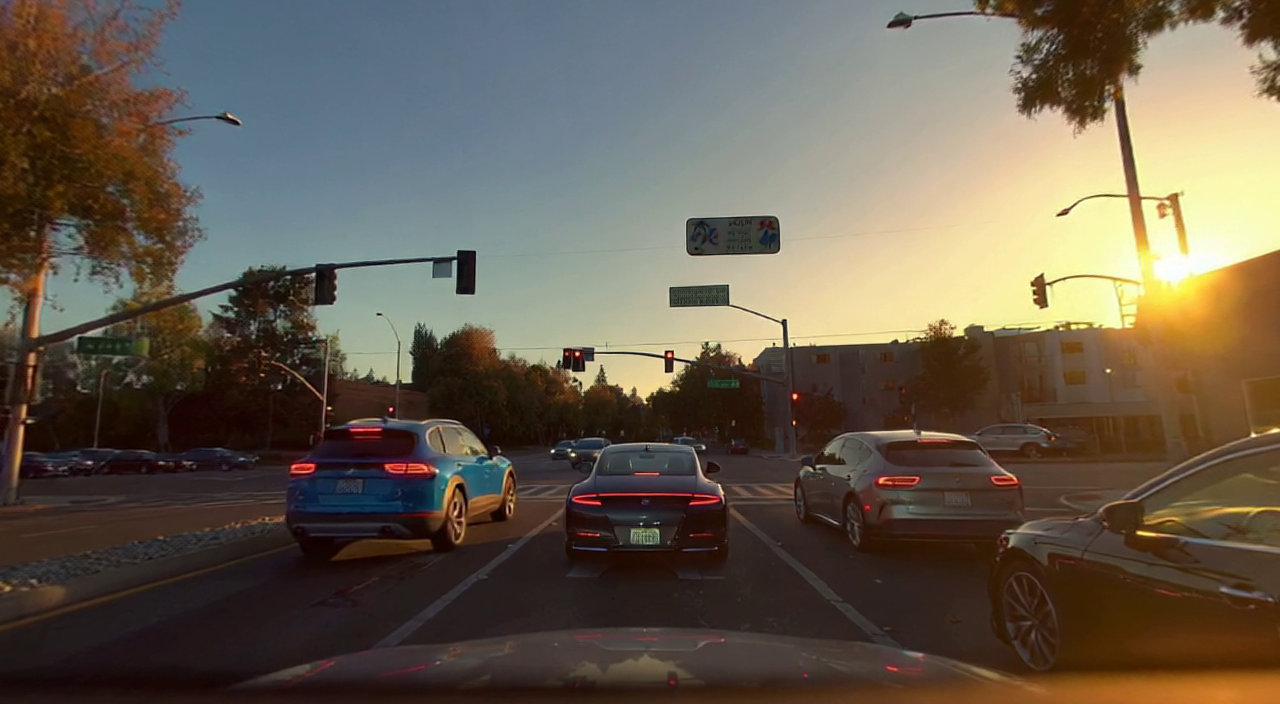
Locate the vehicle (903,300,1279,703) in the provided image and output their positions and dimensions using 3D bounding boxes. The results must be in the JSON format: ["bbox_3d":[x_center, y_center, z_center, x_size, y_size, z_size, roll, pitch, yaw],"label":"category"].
[{"bbox_3d":[3.104,0.801,2.540,2.143,1.759,4.531,0,-8,0],"label":"vehicle"}]

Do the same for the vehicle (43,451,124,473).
[{"bbox_3d":[-41.290,8.159,46.803,4.195,1.533,1.752,0,-8,-3],"label":"vehicle"}]

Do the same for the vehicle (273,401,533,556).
[{"bbox_3d":[-3.170,1.830,9.800,2.061,1.781,4.842,0,-8,1],"label":"vehicle"}]

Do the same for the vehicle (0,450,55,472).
[{"bbox_3d":[-46.156,7.968,46.175,4.545,1.558,1.833,0,-8,-4],"label":"vehicle"}]

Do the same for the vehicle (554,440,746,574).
[{"bbox_3d":[0.116,1.872,8.388,1.945,1.343,3.827,0,-8,1],"label":"vehicle"}]
